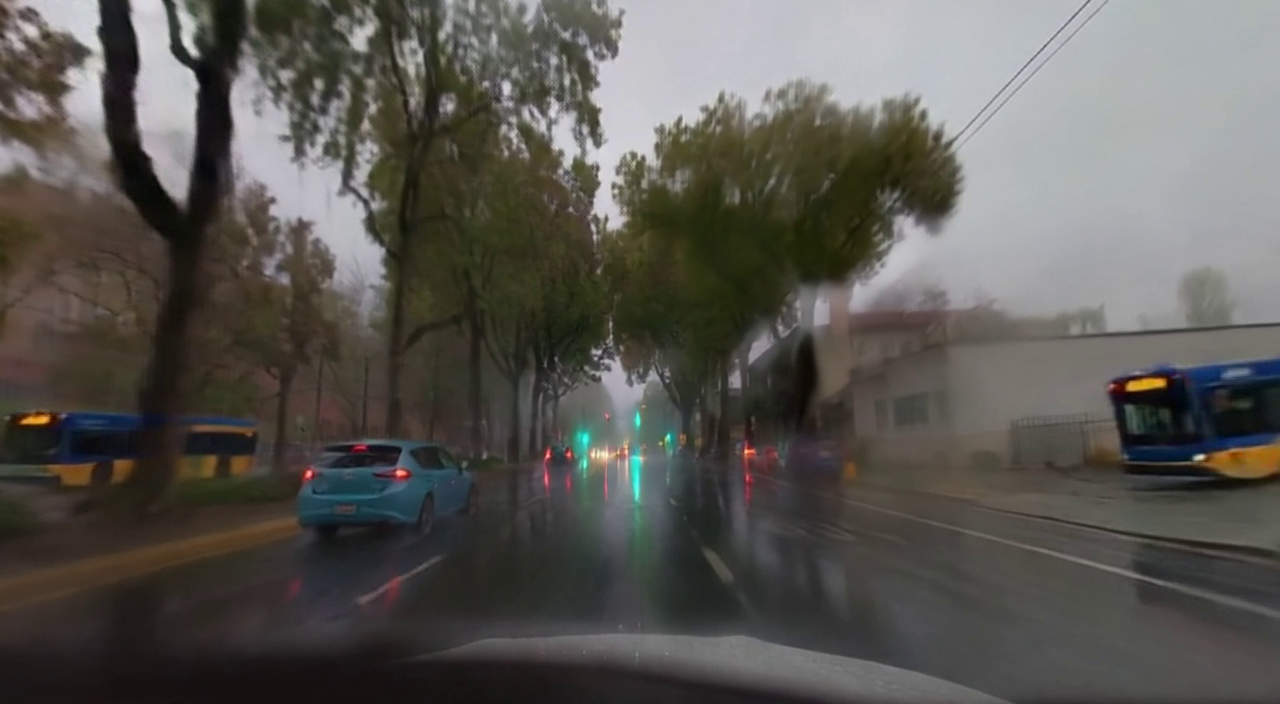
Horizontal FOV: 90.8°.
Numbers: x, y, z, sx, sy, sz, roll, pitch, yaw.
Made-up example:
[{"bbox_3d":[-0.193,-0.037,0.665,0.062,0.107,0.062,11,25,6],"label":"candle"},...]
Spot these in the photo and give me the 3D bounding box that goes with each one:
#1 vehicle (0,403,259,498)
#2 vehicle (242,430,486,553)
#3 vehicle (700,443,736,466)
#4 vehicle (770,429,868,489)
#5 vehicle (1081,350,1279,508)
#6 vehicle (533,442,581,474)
[{"bbox_3d":[-22.262,4.344,28.492,3.231,3.391,10.828,0,-8,1],"label":"vehicle"},{"bbox_3d":[-4.038,2.089,10.261,1.995,1.524,4.438,0,-8,-1],"label":"vehicle"},{"bbox_3d":[5.564,7.368,45.583,1.886,1.530,4.636,0,-8,-2],"label":"vehicle"},{"bbox_3d":[5.939,3.583,21.522,1.945,1.829,4.305,0,-8,-2],"label":"vehicle"},{"bbox_3d":[14.883,1.393,14.047,7.722,2.908,3.067,-5,-7,-3],"label":"vehicle"},{"bbox_3d":[-4.265,5.524,33.228,1.934,1.522,4.287,0,-8,0],"label":"vehicle"}]
